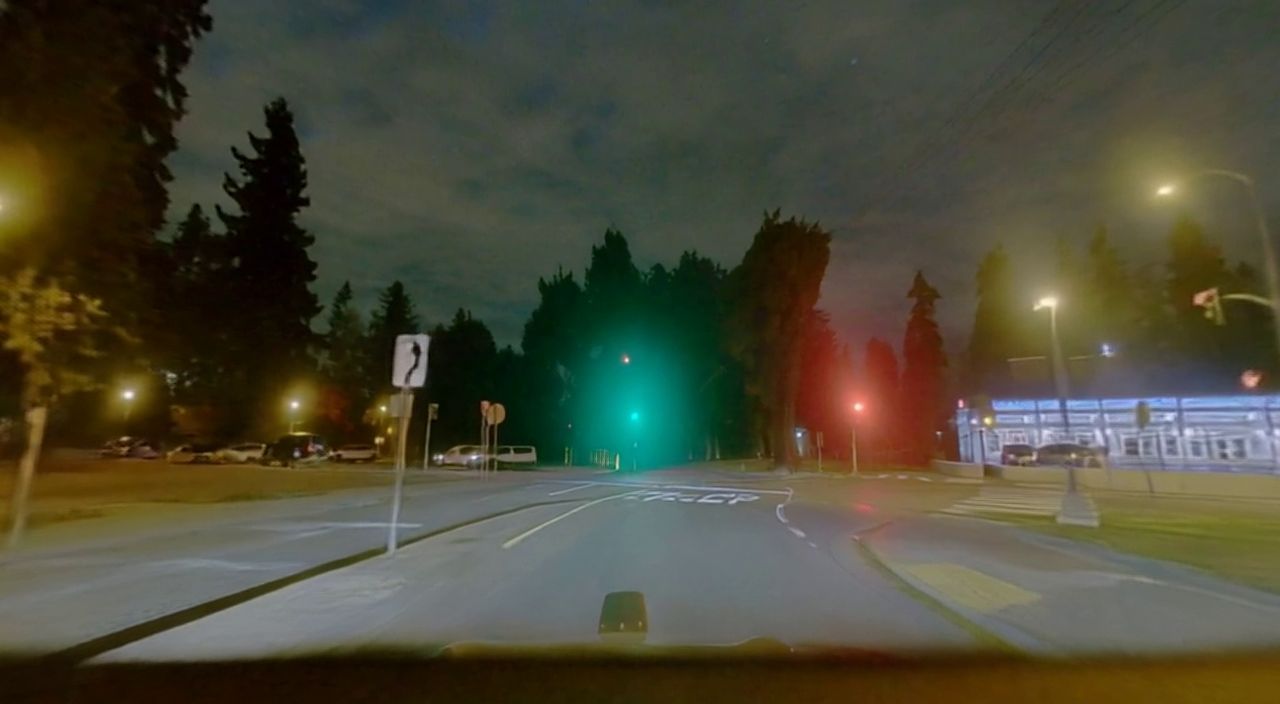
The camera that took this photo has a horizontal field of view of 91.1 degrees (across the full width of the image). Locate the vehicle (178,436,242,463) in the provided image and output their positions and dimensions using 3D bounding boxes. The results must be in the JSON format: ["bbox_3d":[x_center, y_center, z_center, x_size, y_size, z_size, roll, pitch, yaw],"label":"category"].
[{"bbox_3d":[-25.282,5.724,37.008,1.771,1.510,3.545,2,-8,-11],"label":"vehicle"}]

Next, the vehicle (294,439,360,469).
[{"bbox_3d":[-15.852,5.176,32.020,1.789,1.399,4.236,2,-8,-10],"label":"vehicle"}]

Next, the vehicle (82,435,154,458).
[{"bbox_3d":[-38.251,6.955,46.159,2.002,1.603,4.547,2,-8,-10],"label":"vehicle"}]

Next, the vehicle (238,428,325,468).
[{"bbox_3d":[-18.942,5.104,33.495,2.337,1.934,4.843,1,-8,-9],"label":"vehicle"}]

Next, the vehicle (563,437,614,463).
[{"bbox_3d":[-4.032,7.782,49.860,2.072,1.922,4.112,-5,-10,31],"label":"vehicle"}]

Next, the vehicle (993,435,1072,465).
[{"bbox_3d":[27.228,6.816,43.690,4.474,1.956,2.263,-5,-10,31],"label":"vehicle"}]
